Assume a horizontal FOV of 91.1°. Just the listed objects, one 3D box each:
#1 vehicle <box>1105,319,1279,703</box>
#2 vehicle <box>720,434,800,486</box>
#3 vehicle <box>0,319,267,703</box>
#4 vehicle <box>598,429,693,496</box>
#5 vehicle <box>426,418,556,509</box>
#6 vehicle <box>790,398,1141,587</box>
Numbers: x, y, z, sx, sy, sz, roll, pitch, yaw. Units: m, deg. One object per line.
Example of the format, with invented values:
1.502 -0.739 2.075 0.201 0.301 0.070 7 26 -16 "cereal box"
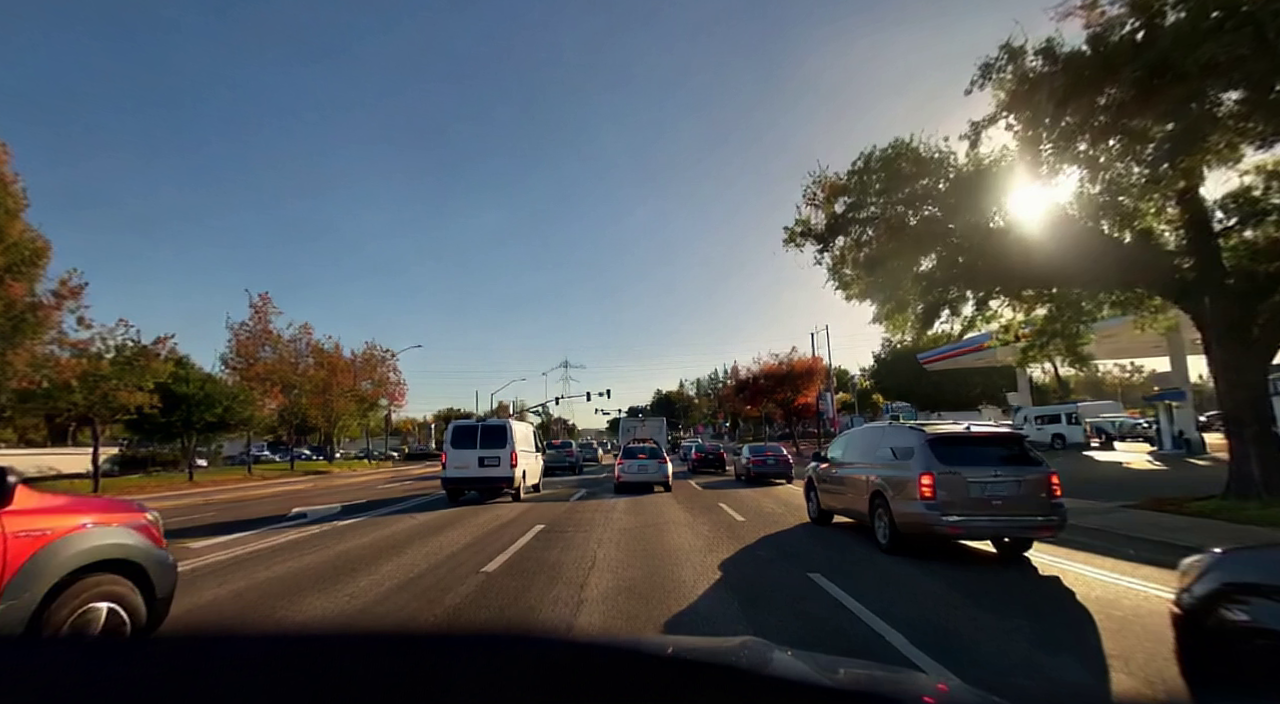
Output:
3.338 0.515 0.436 2.132 1.775 5.046 0 -8 0 "vehicle"
4.280 3.924 23.156 2.119 1.696 4.623 0 -8 1 "vehicle"
-3.488 0.606 1.435 2.002 1.747 5.173 0 -8 1 "vehicle"
0.094 3.263 18.996 2.426 1.703 5.602 0 -8 -1 "vehicle"
-3.511 2.748 15.938 2.025 1.936 4.995 0 -8 0 "vehicle"
3.679 1.689 8.433 2.055 1.786 4.817 0 -8 -1 "vehicle"
